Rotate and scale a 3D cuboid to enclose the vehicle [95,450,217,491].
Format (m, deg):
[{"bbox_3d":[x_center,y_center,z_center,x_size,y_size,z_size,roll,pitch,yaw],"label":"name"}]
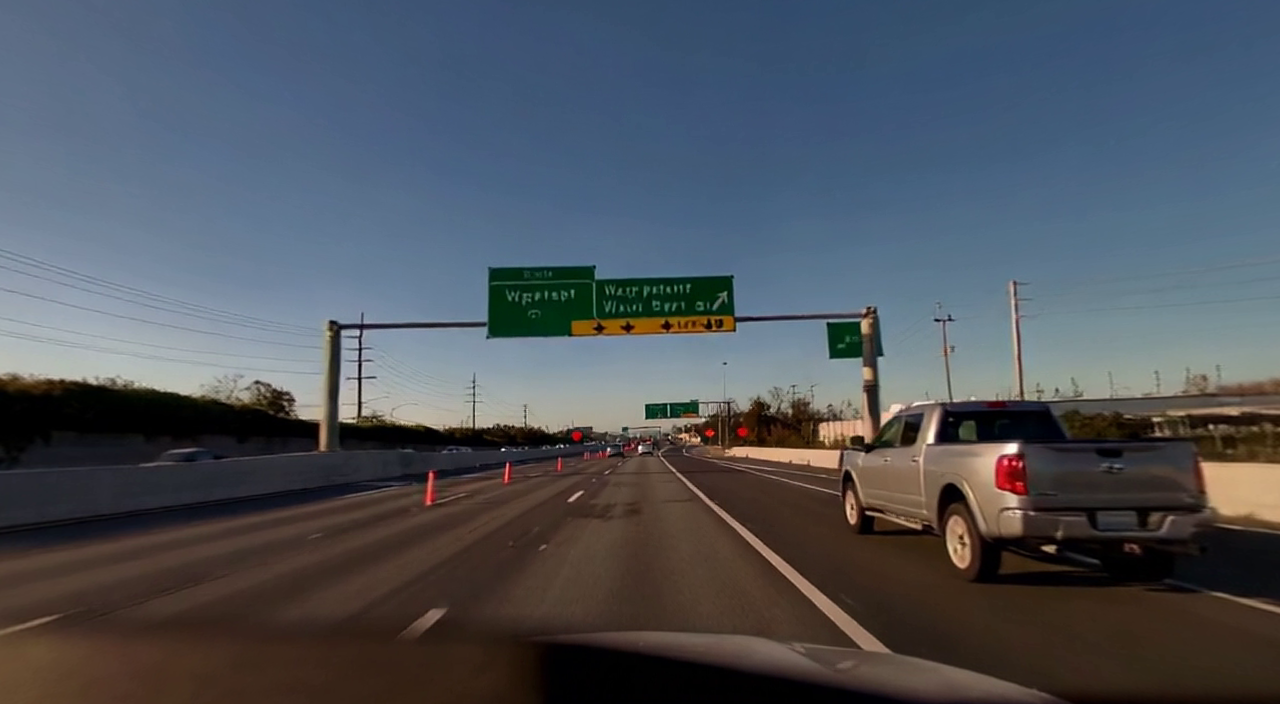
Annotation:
[{"bbox_3d":[-24.014,5.850,31.608,1.932,1.767,5.179,0,-8,1],"label":"vehicle"}]

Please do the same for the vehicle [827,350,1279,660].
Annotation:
[{"bbox_3d":[3.817,1.275,6.457,2.186,1.840,5.289,0,-8,0],"label":"vehicle"}]
